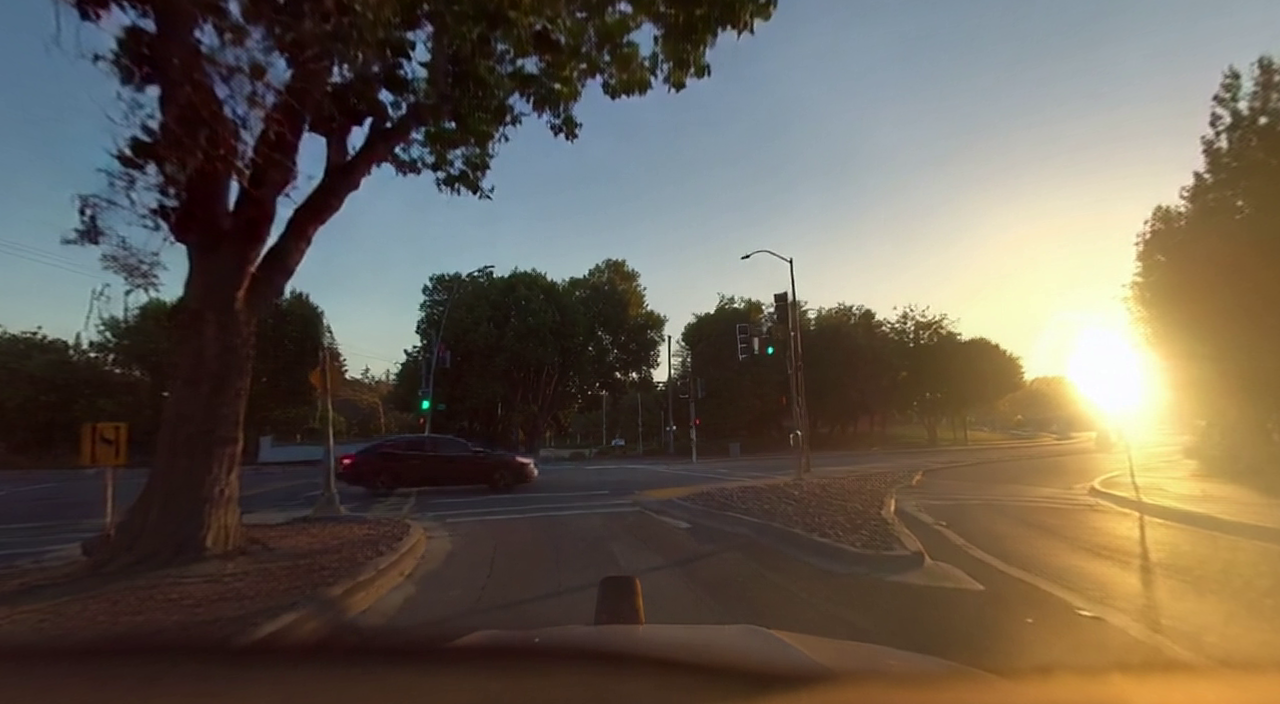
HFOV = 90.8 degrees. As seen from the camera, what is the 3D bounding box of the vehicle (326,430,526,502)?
[{"bbox_3d":[-5.427,2.844,16.149,4.545,1.602,2.014,4,-9,-27],"label":"vehicle"}]
